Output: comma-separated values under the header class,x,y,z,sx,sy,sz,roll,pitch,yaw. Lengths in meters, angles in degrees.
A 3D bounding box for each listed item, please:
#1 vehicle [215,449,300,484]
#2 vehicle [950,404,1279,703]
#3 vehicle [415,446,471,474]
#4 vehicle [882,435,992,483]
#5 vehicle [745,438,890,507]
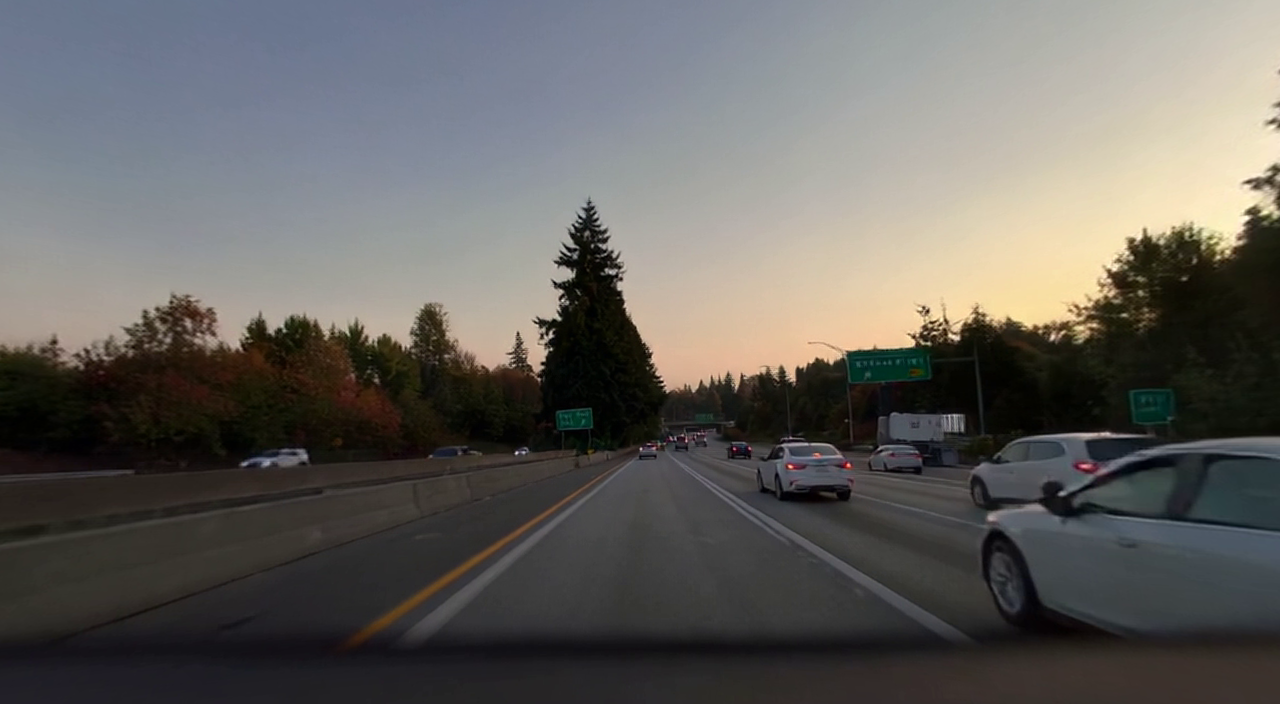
class,x,y,z,sx,sy,sz,roll,pitch,yaw
vehicle,-21.130,6.318,35.076,1.945,1.756,4.348,0,-8,0
vehicle,3.463,0.940,2.388,2.198,1.467,4.675,0,-8,0
vehicle,-12.825,7.014,41.350,2.123,1.698,4.656,0,-8,0
vehicle,11.541,4.161,24.939,1.954,1.685,4.935,0,-8,0
vehicle,4.284,2.994,16.256,2.223,1.483,5.075,0,-8,0
